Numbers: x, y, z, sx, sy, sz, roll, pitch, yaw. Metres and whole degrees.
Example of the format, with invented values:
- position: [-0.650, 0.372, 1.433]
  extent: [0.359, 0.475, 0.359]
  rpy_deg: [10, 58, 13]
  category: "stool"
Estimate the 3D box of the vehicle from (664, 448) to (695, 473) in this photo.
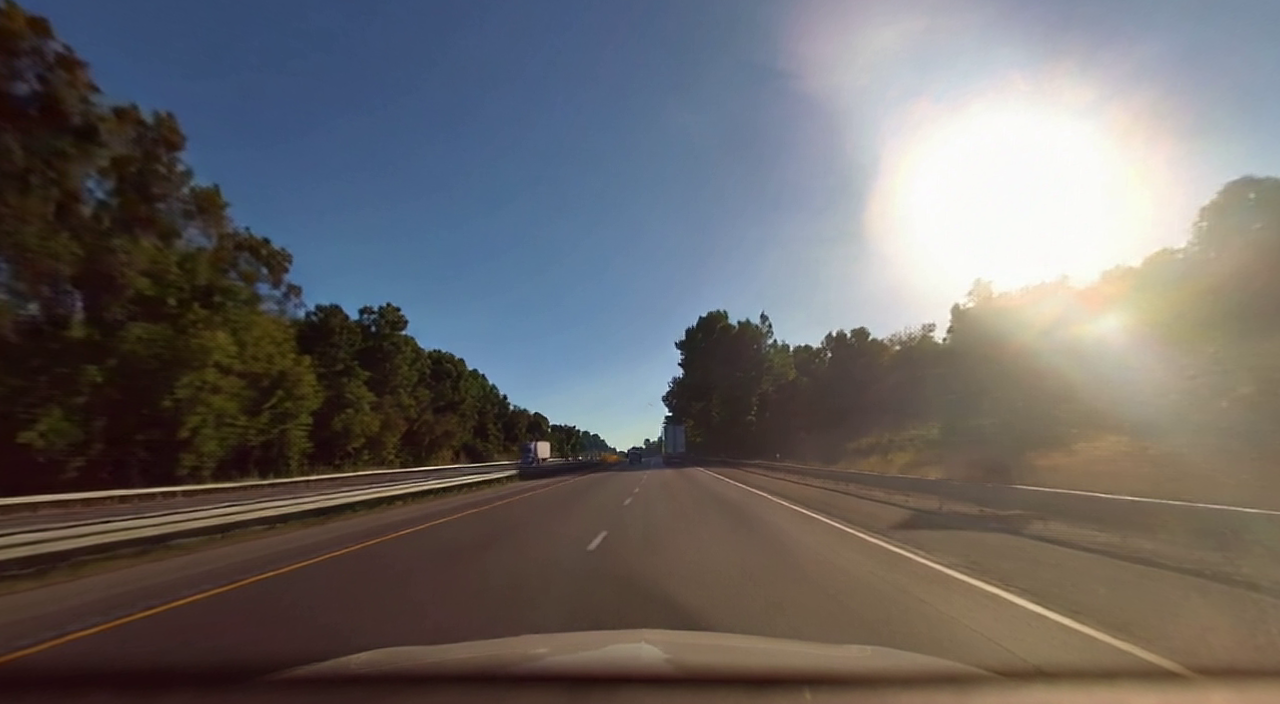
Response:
- position: [2.758, 7.704, 44.917]
  extent: [2.096, 1.653, 4.185]
  rpy_deg: [0, -9, 2]
  category: "vehicle"
